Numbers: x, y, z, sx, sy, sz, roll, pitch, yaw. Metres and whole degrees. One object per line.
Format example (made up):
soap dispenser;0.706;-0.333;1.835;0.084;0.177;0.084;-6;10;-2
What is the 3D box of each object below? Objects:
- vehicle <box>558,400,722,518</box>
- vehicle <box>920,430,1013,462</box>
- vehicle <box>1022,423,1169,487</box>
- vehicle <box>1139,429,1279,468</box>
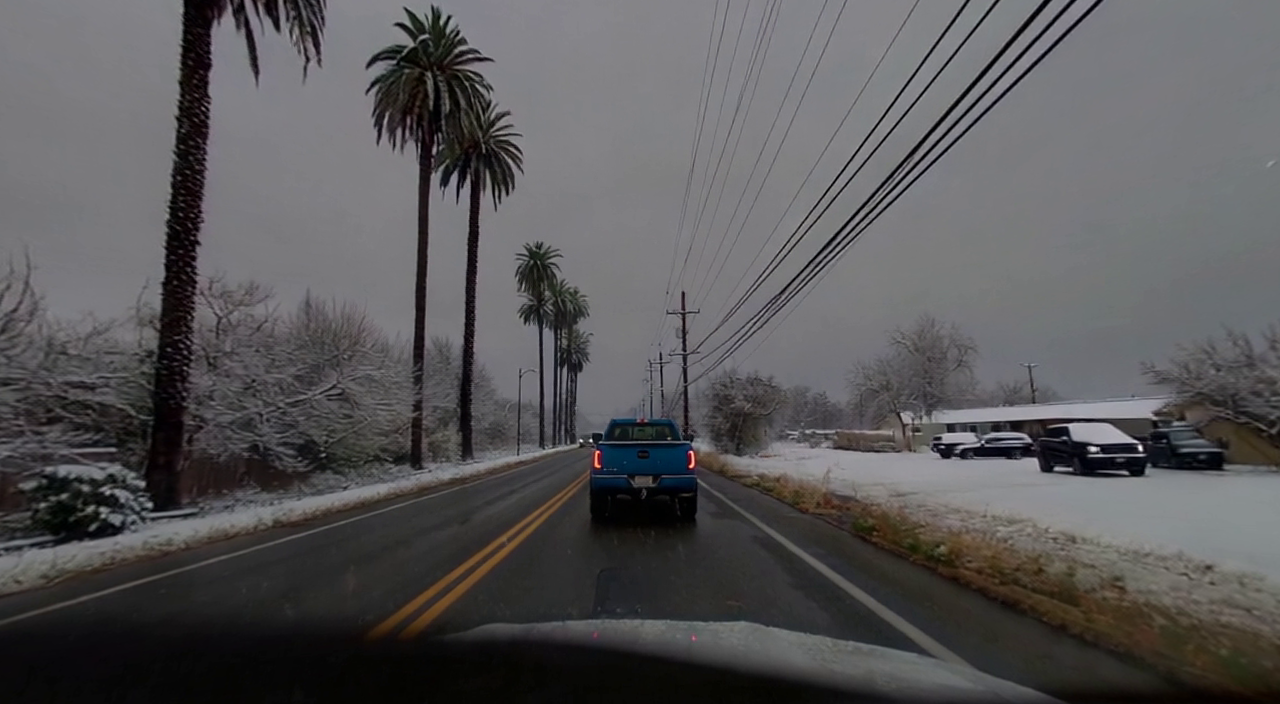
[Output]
vehicle;-0.016;2.314;14.060;2.848;2.047;5.885;0;-8;0
vehicle;20.539;5.982;40.150;2.277;1.836;6.267;-1;-9;-3
vehicle;16.081;3.693;22.837;2.338;1.917;6.076;-5;-9;17
vehicle;24.574;4.207;27.365;4.314;1.553;1.948;0;-11;-7
